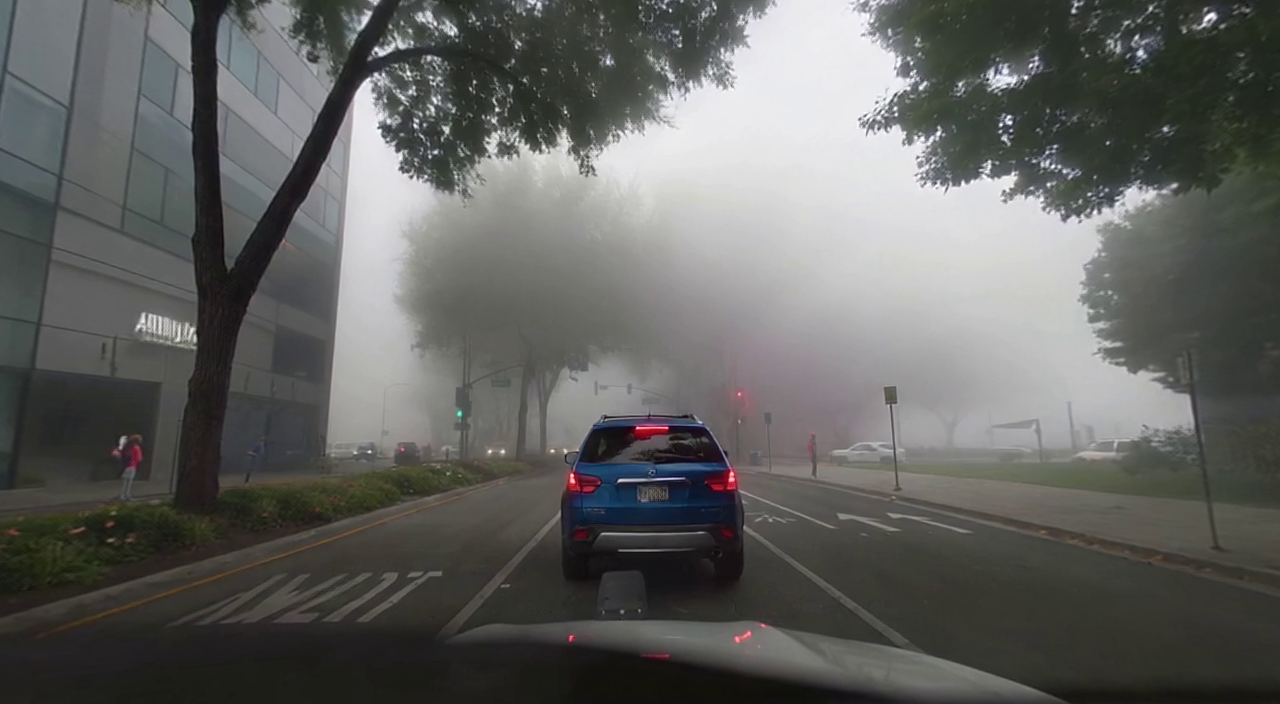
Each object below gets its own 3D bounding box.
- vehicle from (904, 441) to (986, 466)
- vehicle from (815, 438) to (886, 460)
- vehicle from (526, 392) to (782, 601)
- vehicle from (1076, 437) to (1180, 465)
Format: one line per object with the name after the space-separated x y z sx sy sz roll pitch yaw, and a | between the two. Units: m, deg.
18.515 6.151 38.480 4.034 1.448 1.798 0 -9 -3 | vehicle
15.182 7.014 45.700 4.422 1.563 1.751 0 -9 -1 | vehicle
0.021 1.526 7.499 2.183 1.765 4.059 0 -9 -3 | vehicle
29.816 6.056 38.682 4.571 1.558 2.171 0 -9 -2 | vehicle
